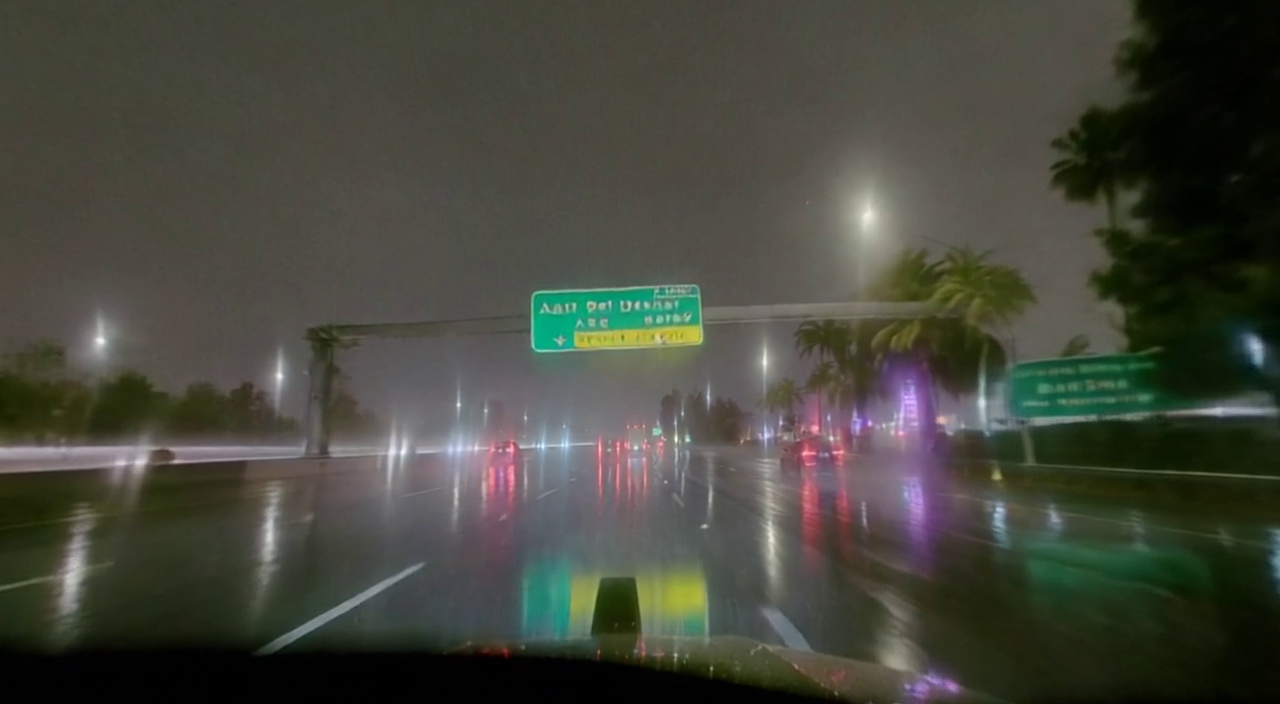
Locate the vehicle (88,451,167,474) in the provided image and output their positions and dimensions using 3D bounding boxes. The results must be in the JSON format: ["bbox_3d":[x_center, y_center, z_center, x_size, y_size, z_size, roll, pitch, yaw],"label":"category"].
[{"bbox_3d":[-37.027,7.953,45.776,1.879,1.522,4.624,0,-8,-1],"label":"vehicle"}]

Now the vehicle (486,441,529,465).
[{"bbox_3d":[-8.890,6.807,42.769,1.971,1.552,4.465,0,-8,-1],"label":"vehicle"}]

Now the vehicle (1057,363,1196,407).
[{"bbox_3d":[17.352,1.203,22.631,3.539,1.395,1.688,0,-9,-1],"label":"vehicle"}]
